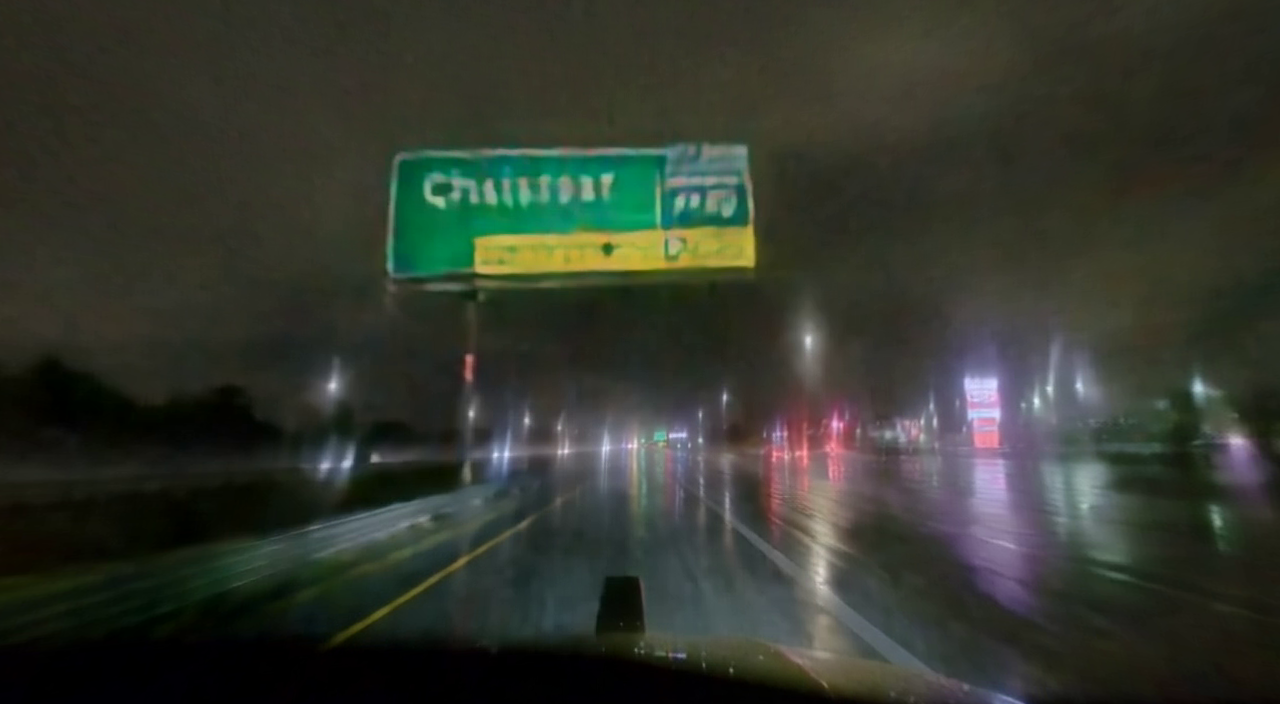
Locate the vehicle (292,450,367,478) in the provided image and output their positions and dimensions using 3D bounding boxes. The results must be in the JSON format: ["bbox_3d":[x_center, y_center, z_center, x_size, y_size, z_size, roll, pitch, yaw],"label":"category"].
[{"bbox_3d":[-17.506,6.289,35.720,1.920,1.481,4.515,0,-9,0],"label":"vehicle"}]
